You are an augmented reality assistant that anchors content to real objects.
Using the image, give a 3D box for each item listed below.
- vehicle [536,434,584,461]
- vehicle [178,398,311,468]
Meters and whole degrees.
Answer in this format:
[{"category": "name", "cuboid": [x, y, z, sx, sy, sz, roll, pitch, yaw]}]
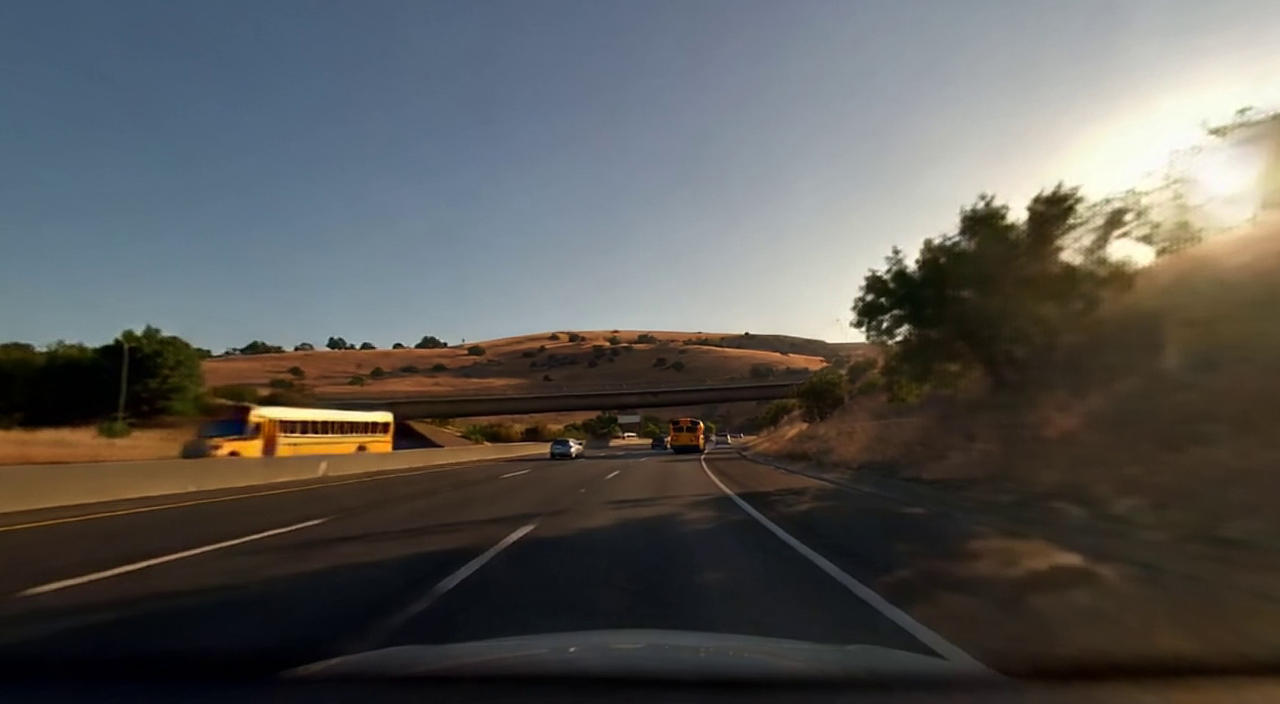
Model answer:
[{"category": "vehicle", "cuboid": [-5.171, 6.261, 41.495, 2.106, 1.704, 4.637, -1, -8, 6]}, {"category": "vehicle", "cuboid": [-23.246, 4.895, 37.631, 3.011, 3.757, 6.767, -1, -8, 5]}]
